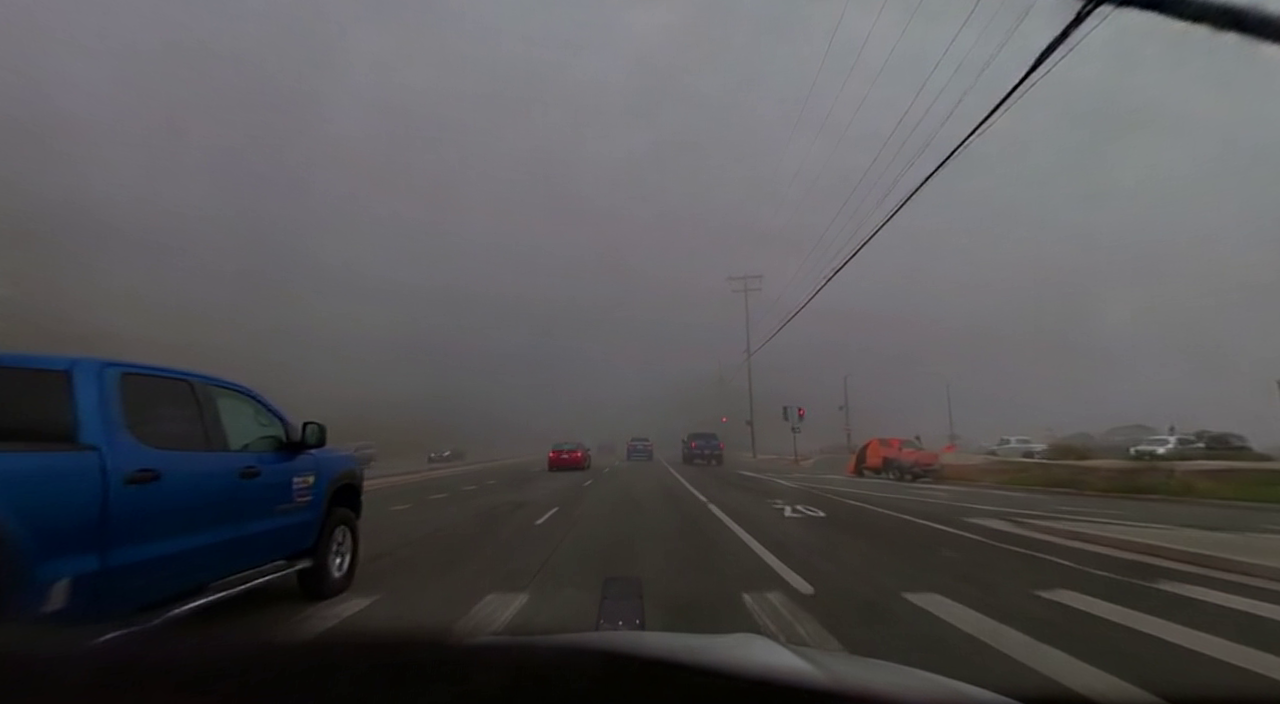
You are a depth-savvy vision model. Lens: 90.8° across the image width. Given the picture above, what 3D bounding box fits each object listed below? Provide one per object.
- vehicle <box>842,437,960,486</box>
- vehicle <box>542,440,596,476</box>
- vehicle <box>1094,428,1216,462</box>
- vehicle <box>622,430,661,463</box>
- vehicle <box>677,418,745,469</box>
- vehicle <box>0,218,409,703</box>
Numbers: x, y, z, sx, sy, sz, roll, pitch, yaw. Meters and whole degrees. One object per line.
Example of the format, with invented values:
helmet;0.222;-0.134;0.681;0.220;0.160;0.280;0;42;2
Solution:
vehicle;9.589;4.054;23.637;2.010;1.633;4.246;1;-9;-11
vehicle;-3.139;4.797;28.783;1.939;1.494;4.499;0;-9;0
vehicle;27.566;5.013;33.953;2.012;1.701;4.524;5;-10;-32
vehicle;0.083;6.792;45.358;2.643;2.145;5.585;0;-9;0
vehicle;4.040;5.427;37.537;2.905;2.636;6.895;-2;-8;-2
vehicle;-3.686;0.758;3.593;2.402;2.194;6.051;0;-8;0
